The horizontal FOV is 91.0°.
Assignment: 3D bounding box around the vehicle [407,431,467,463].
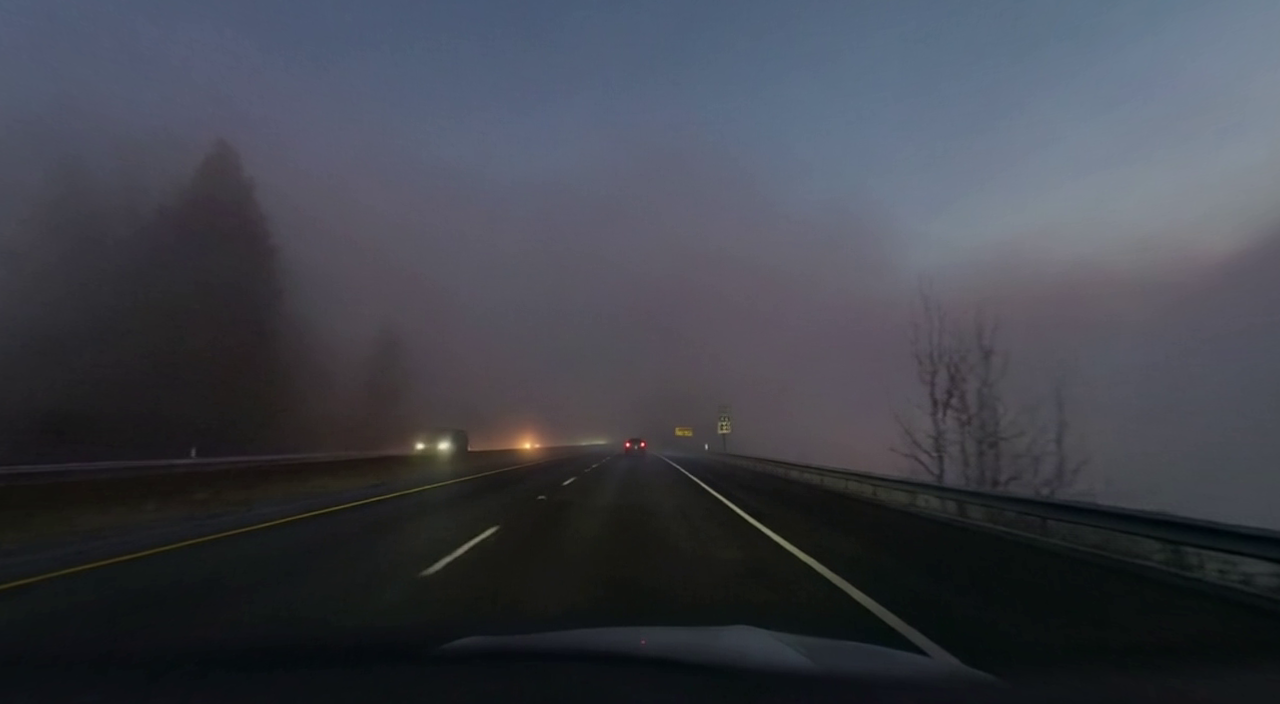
[{"bbox_3d":[-12.444,5.869,39.009,2.105,1.870,4.833,0,-8,0],"label":"vehicle"}]
